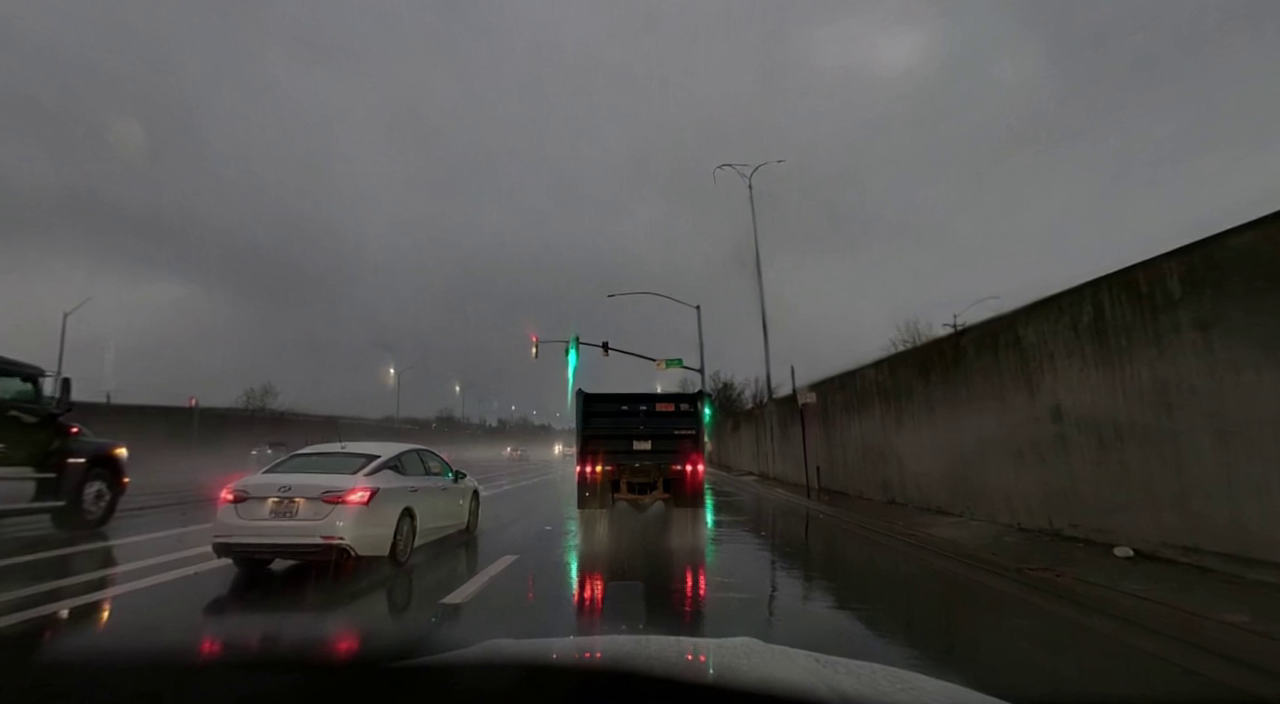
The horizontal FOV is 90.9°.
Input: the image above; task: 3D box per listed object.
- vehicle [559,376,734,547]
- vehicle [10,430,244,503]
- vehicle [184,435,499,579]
[{"bbox_3d":[0.109,1.878,11.302,2.355,2.305,5.336,0,-8,0],"label":"vehicle"},{"bbox_3d":[-16.984,3.821,21.616,2.475,2.090,6.394,-1,-8,2],"label":"vehicle"},{"bbox_3d":[-3.672,1.983,9.091,2.019,1.480,4.966,0,-8,1],"label":"vehicle"}]
